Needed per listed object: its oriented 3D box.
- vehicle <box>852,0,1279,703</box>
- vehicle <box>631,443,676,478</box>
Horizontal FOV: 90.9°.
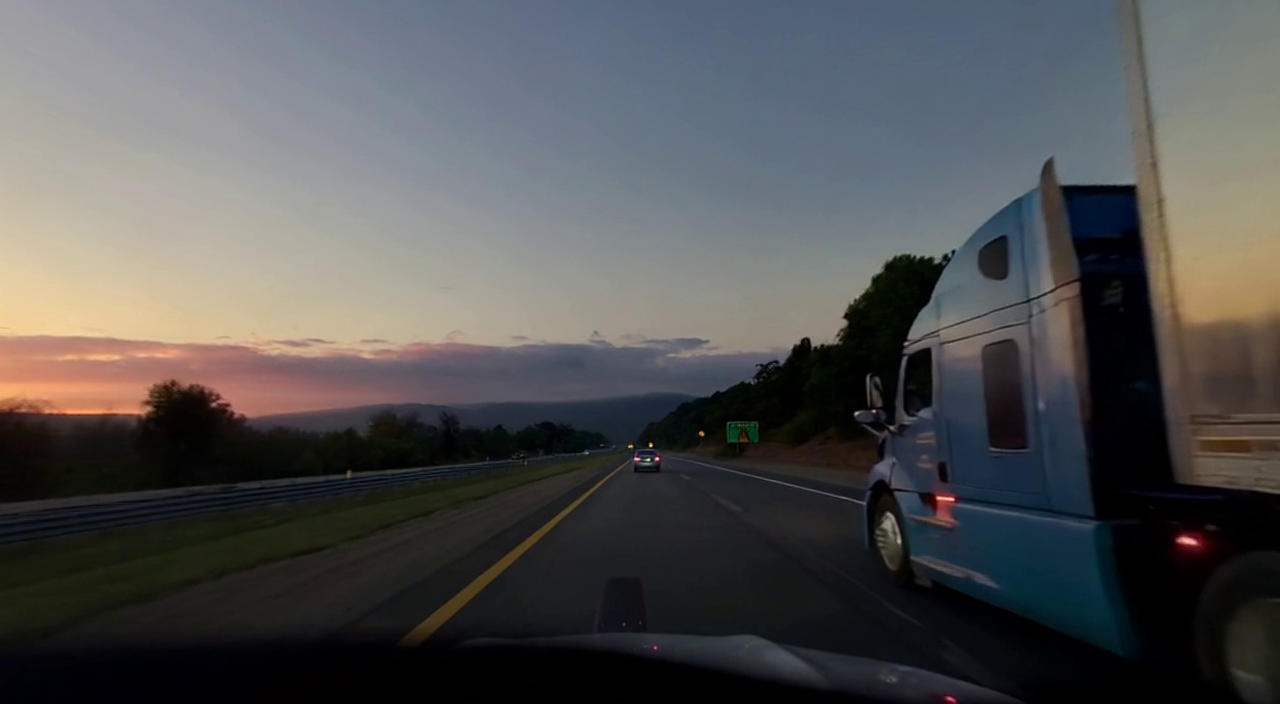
[{"bbox_3d":[3.706,-0.136,2.034,3.032,3.821,8.547,0,-8,0],"label":"vehicle"},{"bbox_3d":[0.631,5.099,29.882,1.968,1.515,4.025,-1,-8,0],"label":"vehicle"}]
